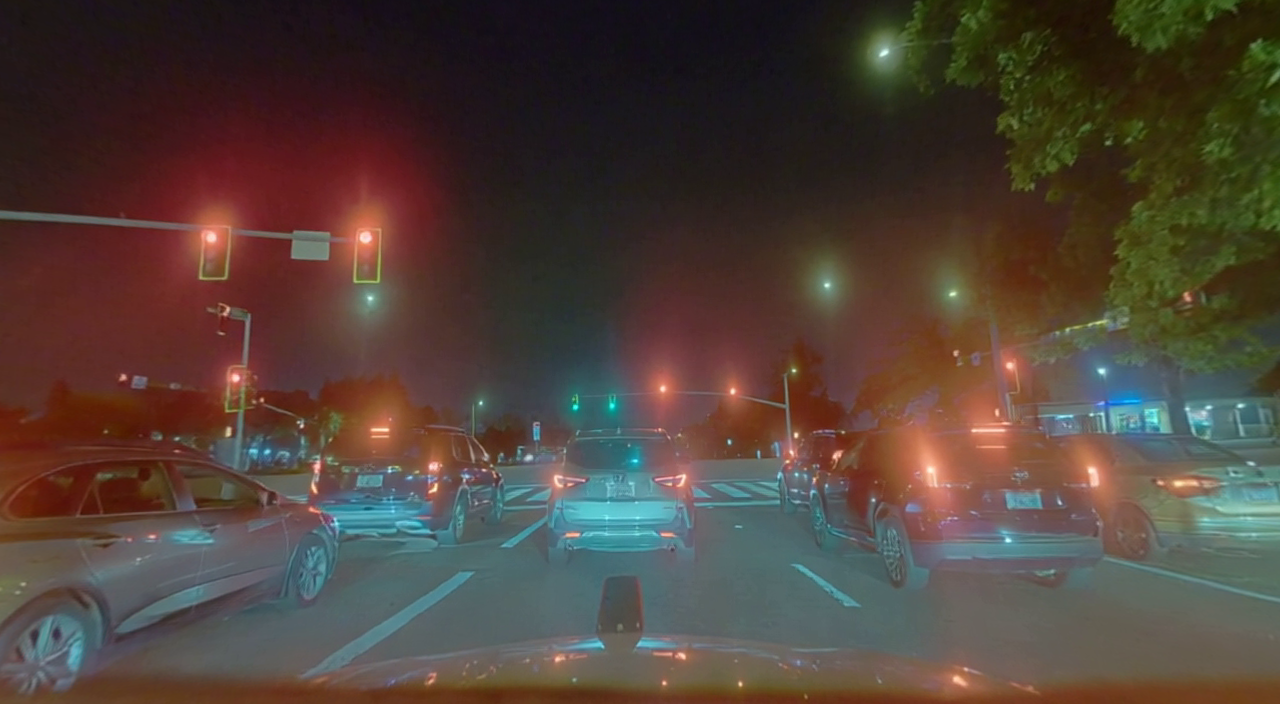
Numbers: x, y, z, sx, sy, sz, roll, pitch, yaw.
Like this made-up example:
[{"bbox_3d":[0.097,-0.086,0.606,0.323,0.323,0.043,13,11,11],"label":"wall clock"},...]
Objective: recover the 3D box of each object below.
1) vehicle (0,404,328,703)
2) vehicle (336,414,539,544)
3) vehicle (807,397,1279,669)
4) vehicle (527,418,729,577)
[{"bbox_3d":[-3.345,0.950,2.369,1.863,1.495,4.667,0,-8,2],"label":"vehicle"},{"bbox_3d":[-3.217,2.119,11.164,2.048,1.805,4.405,0,-8,1],"label":"vehicle"},{"bbox_3d":[3.236,1.443,6.194,2.006,1.659,4.462,0,-8,1],"label":"vehicle"},{"bbox_3d":[-0.094,1.802,8.553,2.106,1.655,3.717,0,-8,1],"label":"vehicle"}]
